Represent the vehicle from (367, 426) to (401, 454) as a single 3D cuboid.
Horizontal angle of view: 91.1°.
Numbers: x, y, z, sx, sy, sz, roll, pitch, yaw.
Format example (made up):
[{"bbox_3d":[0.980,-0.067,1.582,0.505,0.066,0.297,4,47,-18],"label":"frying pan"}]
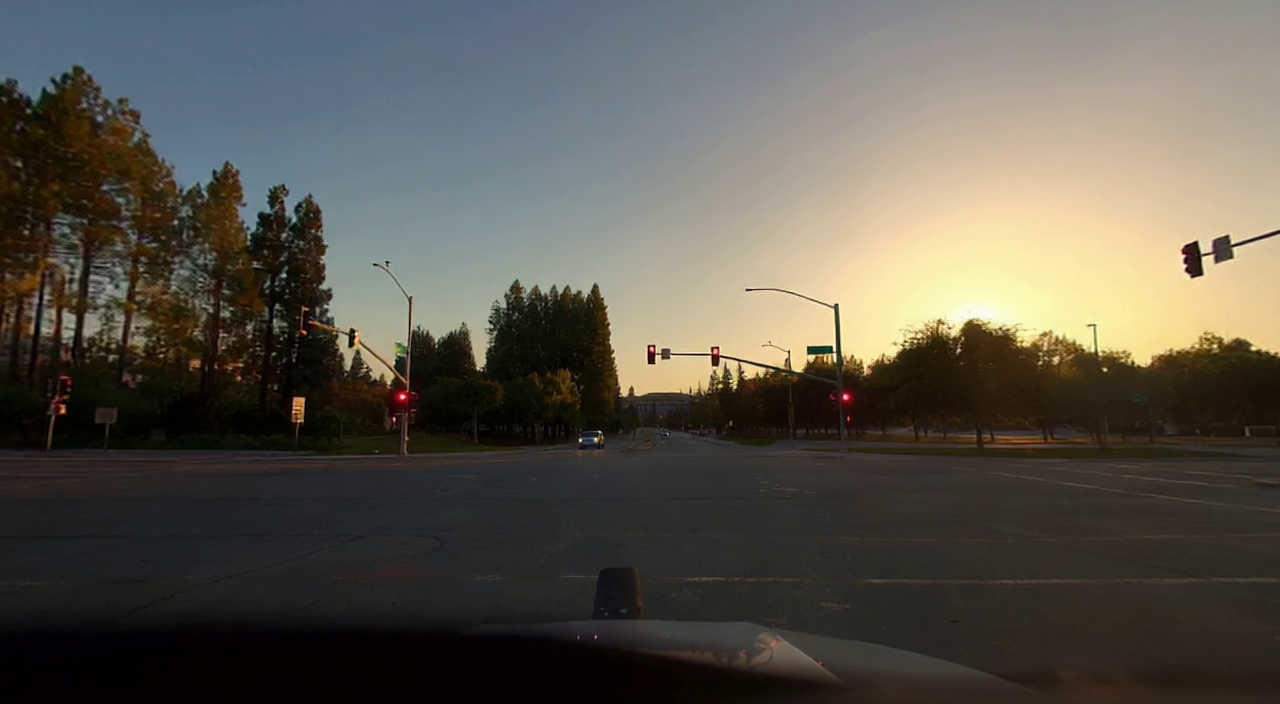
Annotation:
[{"bbox_3d":[-19.954,6.867,48.892,1.873,2.079,2.879,5,-10,-32],"label":"vehicle"}]
